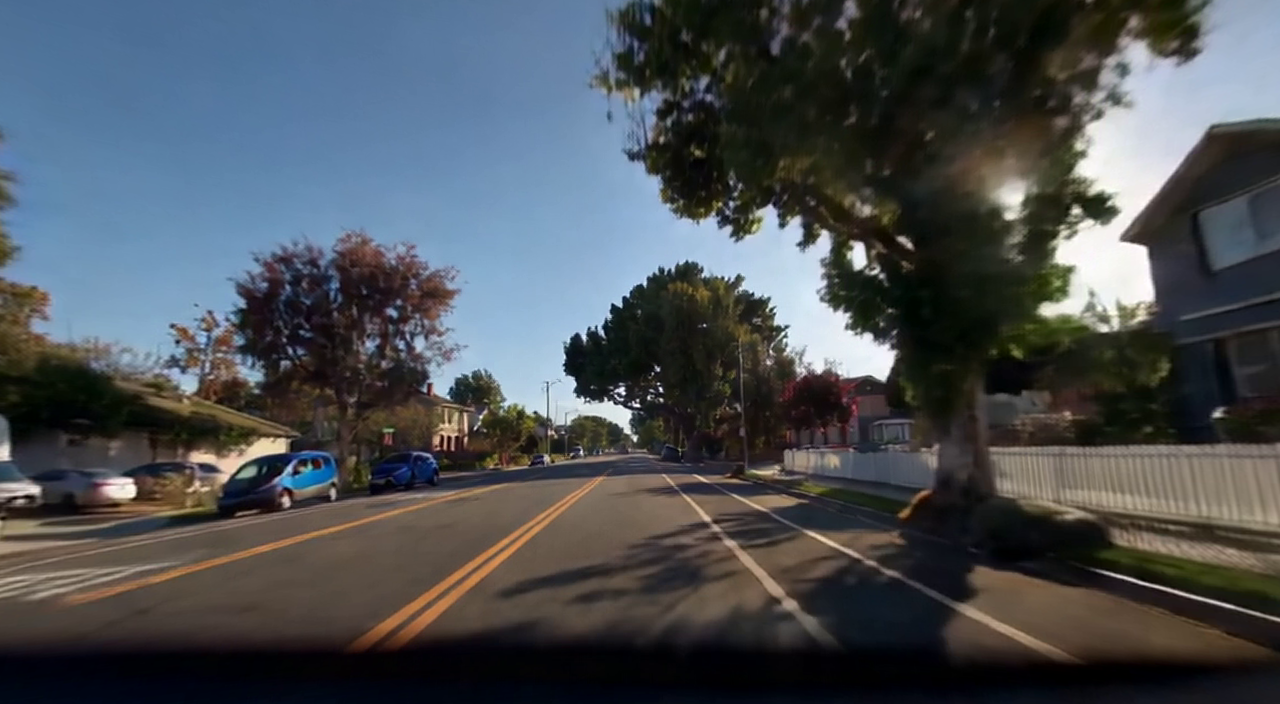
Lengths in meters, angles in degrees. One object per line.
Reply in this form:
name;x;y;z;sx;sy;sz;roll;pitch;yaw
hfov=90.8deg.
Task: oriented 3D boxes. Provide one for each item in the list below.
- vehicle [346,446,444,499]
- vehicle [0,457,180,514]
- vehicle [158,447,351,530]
vehicle;-11.113;5.443;29.195;2.241;1.944;5.709;-4;-8;0
vehicle;-17.523;4.216;20.166;4.208;1.658;1.800;0;-9;0
vehicle;-11.100;3.909;18.899;2.341;1.835;5.570;-3;-7;0
